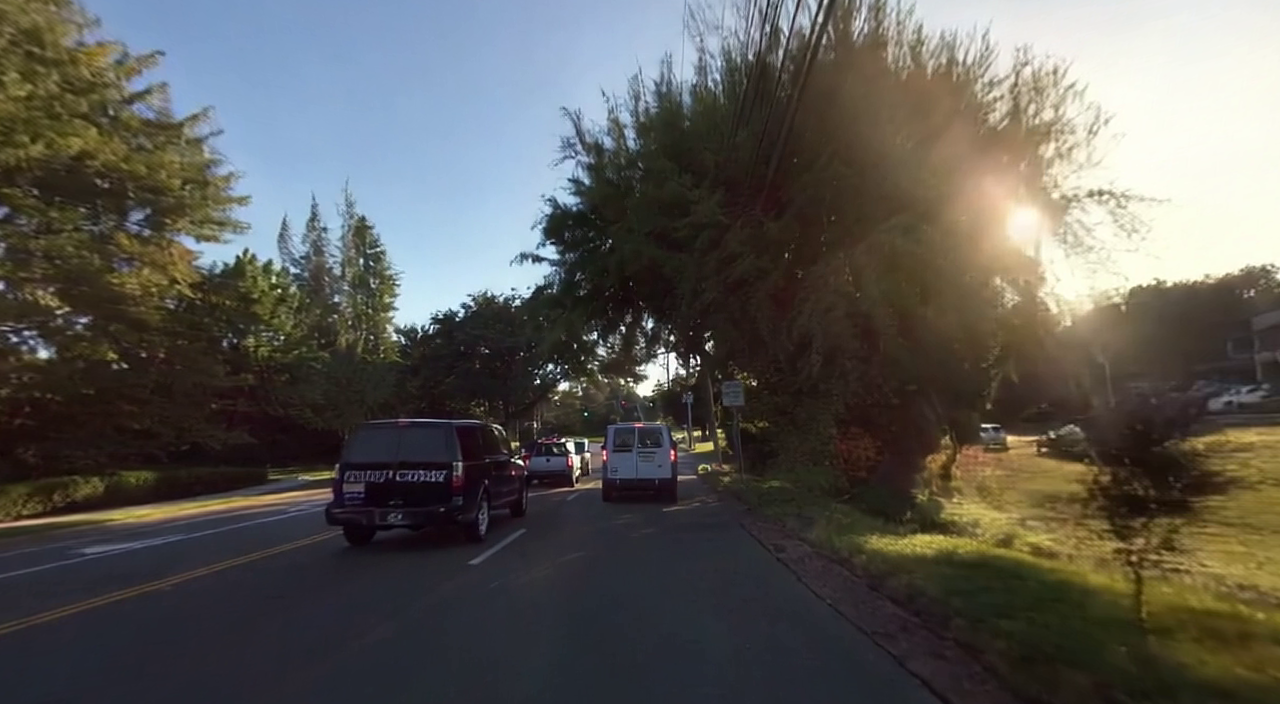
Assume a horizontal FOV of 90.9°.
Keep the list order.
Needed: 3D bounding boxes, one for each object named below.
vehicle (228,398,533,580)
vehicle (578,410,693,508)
[{"bbox_3d":[-2.986,1.705,8.656,2.062,1.796,4.657,-1,-8,2],"label":"vehicle"},{"bbox_3d":[-0.006,2.406,14.474,2.241,1.912,4.095,-1,-8,2],"label":"vehicle"}]
